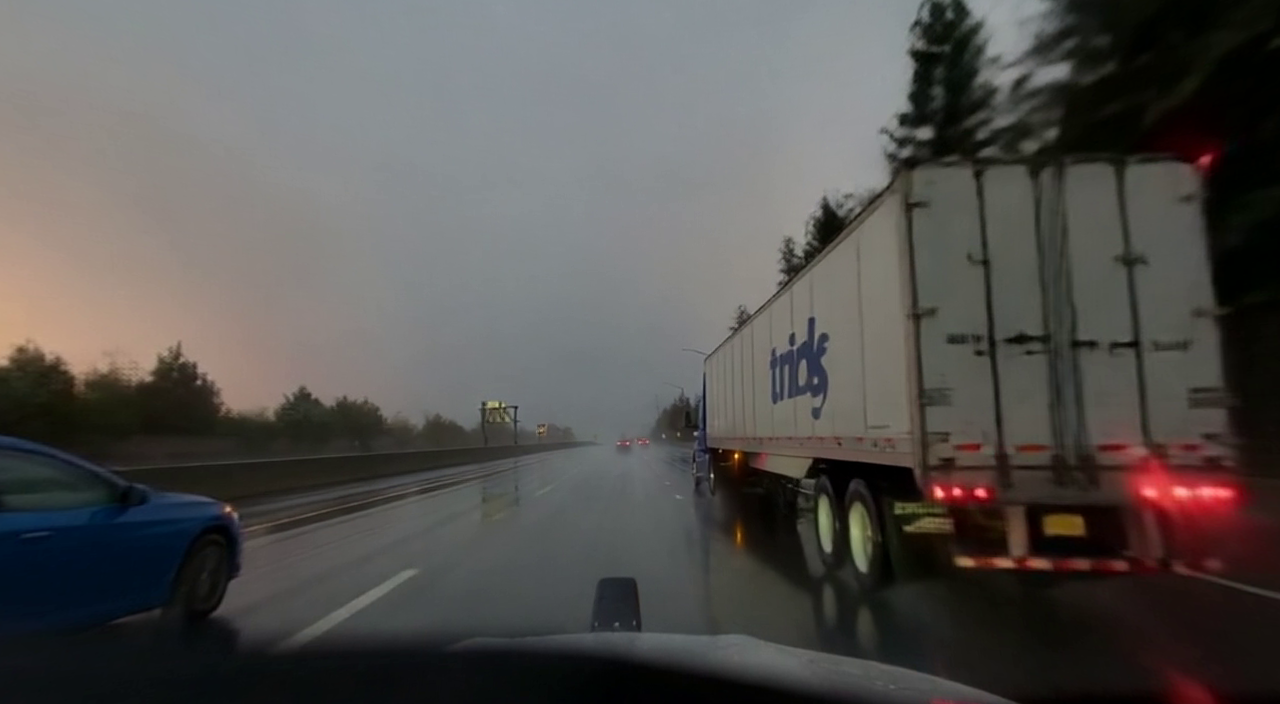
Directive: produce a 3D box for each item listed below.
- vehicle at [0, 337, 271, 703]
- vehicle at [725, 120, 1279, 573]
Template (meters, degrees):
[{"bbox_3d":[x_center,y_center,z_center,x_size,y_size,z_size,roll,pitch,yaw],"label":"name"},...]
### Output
[{"bbox_3d":[-3.599,0.729,2.129,2.063,1.661,4.439,0,-8,-1],"label":"vehicle"},{"bbox_3d":[3.928,0.724,12.317,2.850,3.894,13.987,0,-7,1],"label":"vehicle"}]
